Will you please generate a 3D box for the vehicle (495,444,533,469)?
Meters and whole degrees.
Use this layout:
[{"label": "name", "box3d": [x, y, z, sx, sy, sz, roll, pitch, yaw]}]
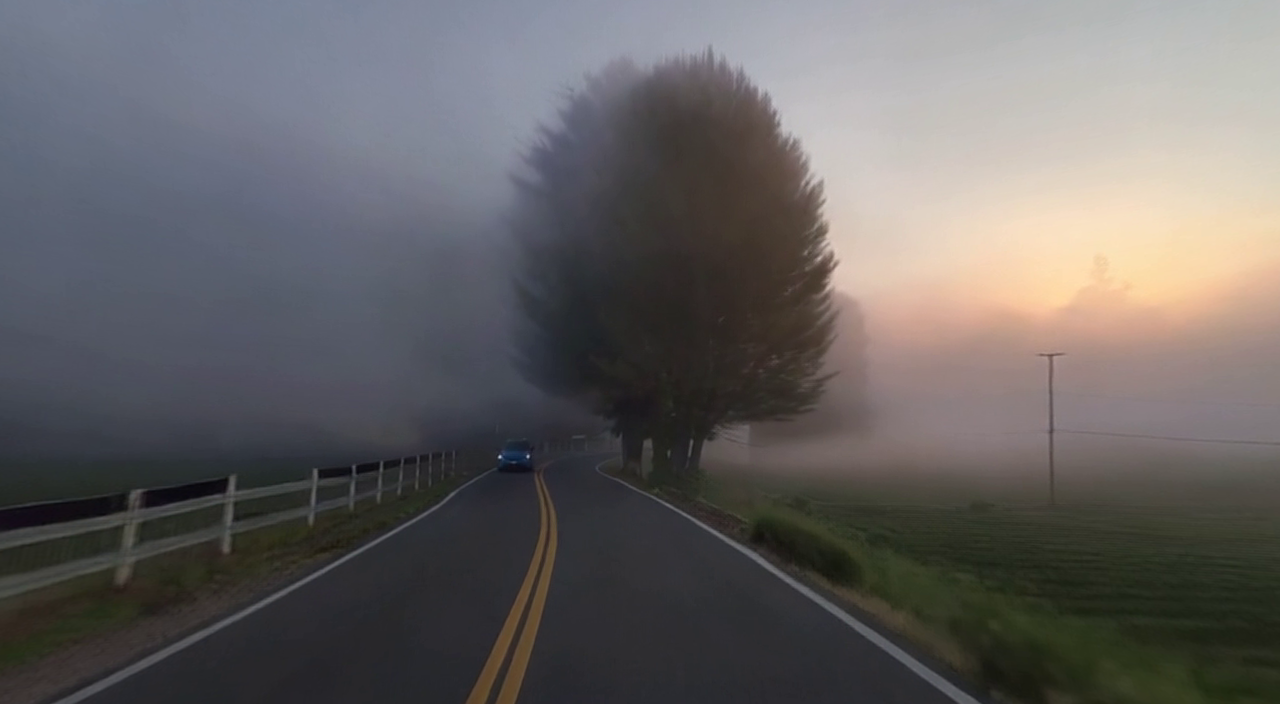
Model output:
[{"label": "vehicle", "box3d": [-8.137, 6.776, 41.153, 1.987, 1.521, 3.649, 0, -9, -5]}]
